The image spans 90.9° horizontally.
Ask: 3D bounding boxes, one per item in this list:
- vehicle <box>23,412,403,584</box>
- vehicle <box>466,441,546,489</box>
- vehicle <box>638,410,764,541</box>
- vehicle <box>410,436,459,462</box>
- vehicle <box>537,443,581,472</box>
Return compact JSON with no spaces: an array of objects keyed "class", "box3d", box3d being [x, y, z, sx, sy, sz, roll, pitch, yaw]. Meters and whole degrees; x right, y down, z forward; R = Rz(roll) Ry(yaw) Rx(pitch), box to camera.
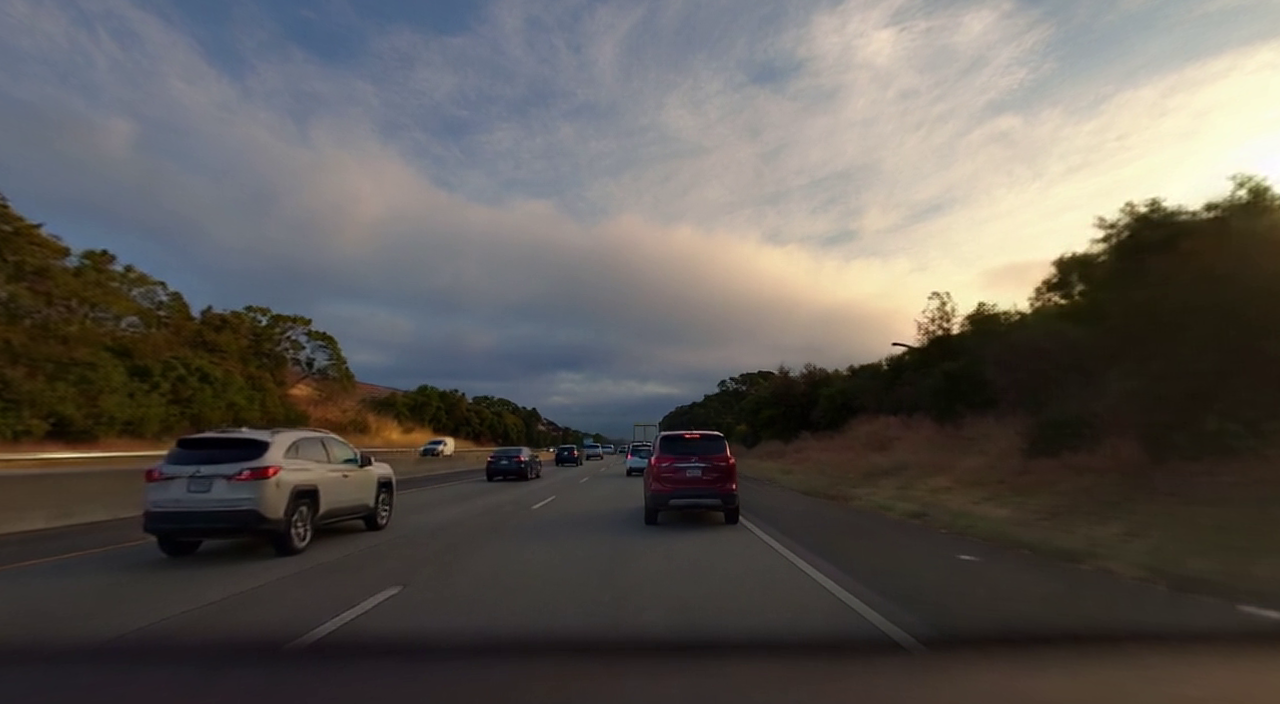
[{"class":"vehicle","box3d":[-4.928,1.729,8.237,1.934,1.642,4.201,0,-9,1]},{"class":"vehicle","box3d":[-4.591,3.919,22.143,1.867,1.489,3.829,0,-9,2]},{"class":"vehicle","box3d":[0.884,2.119,11.331,1.825,1.920,3.960,0,-9,-1]},{"class":"vehicle","box3d":[-15.959,7.588,49.181,2.076,1.922,5.041,0,-9,1]},{"class":"vehicle","box3d":[-4.609,6.060,36.313,1.855,1.527,4.209,0,-9,1]}]
